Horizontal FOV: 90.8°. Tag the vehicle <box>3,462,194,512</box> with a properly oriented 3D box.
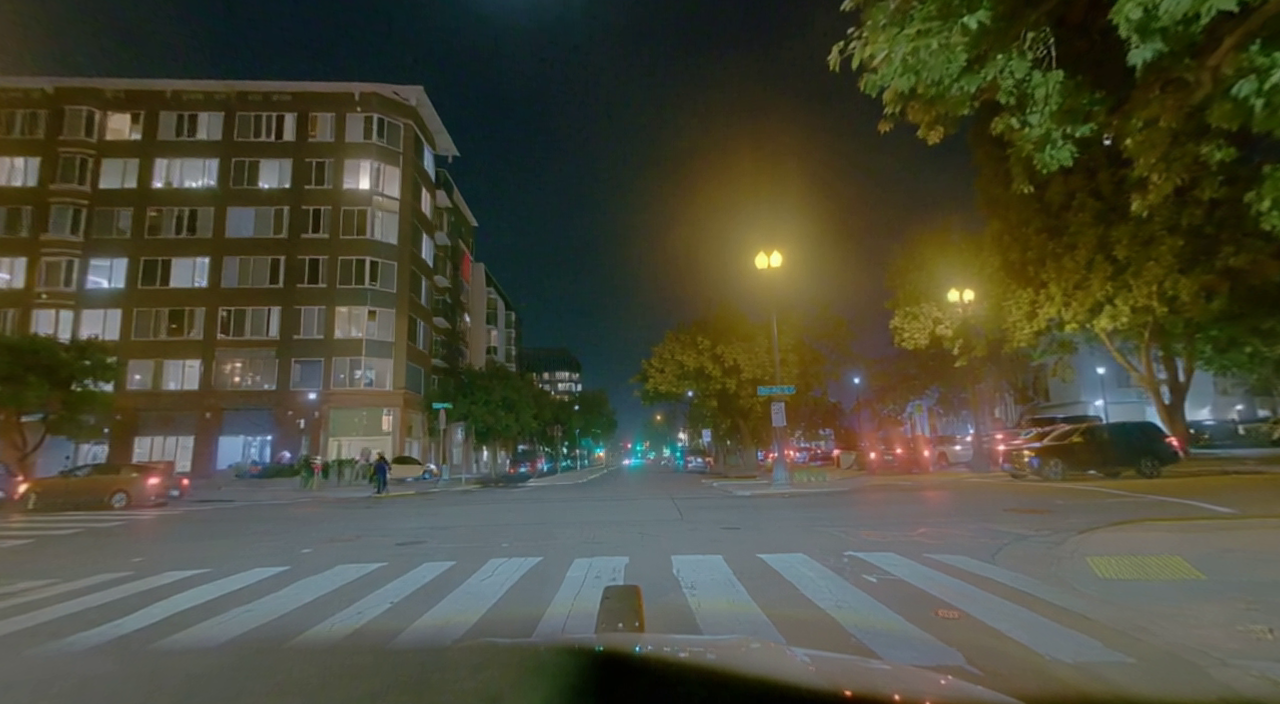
[{"bbox_3d":[-17.317,4.315,20.369,4.439,1.448,1.793,0,-9,0],"label":"vehicle"}]

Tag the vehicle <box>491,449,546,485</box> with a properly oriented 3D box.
[{"bbox_3d":[-7.617,7.249,40.248,2.193,1.814,5.061,-9,-8,0],"label":"vehicle"}]

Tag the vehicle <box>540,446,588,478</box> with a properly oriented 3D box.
[{"bbox_3d":[-4.459,6.543,37.688,2.102,1.768,4.290,-1,-9,3],"label":"vehicle"}]

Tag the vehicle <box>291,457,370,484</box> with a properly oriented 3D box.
[{"bbox_3d":[-23.208,8.881,47.458,4.844,1.836,2.117,-1,-8,4],"label":"vehicle"}]

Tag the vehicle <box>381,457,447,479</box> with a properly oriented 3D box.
[{"bbox_3d":[-16.882,8.652,47.360,4.203,1.544,1.889,-1,-8,2],"label":"vehicle"}]

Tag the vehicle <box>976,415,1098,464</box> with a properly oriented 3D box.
[{"bbox_3d":[16.742,3.789,26.992,2.041,1.921,4.574,0,-9,-2],"label":"vehicle"}]

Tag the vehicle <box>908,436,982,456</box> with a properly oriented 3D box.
[{"bbox_3d":[23.013,7.086,47.767,4.528,1.475,2.070,0,-8,3],"label":"vehicle"}]

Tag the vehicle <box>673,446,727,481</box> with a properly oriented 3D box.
[{"bbox_3d":[3.307,5.919,33.877,1.942,1.603,3.785,1,-8,20],"label":"vehicle"}]

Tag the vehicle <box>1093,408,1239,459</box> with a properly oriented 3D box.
[{"bbox_3d":[22.303,3.531,27.140,2.137,1.962,4.988,-1,-8,3],"label":"vehicle"}]
